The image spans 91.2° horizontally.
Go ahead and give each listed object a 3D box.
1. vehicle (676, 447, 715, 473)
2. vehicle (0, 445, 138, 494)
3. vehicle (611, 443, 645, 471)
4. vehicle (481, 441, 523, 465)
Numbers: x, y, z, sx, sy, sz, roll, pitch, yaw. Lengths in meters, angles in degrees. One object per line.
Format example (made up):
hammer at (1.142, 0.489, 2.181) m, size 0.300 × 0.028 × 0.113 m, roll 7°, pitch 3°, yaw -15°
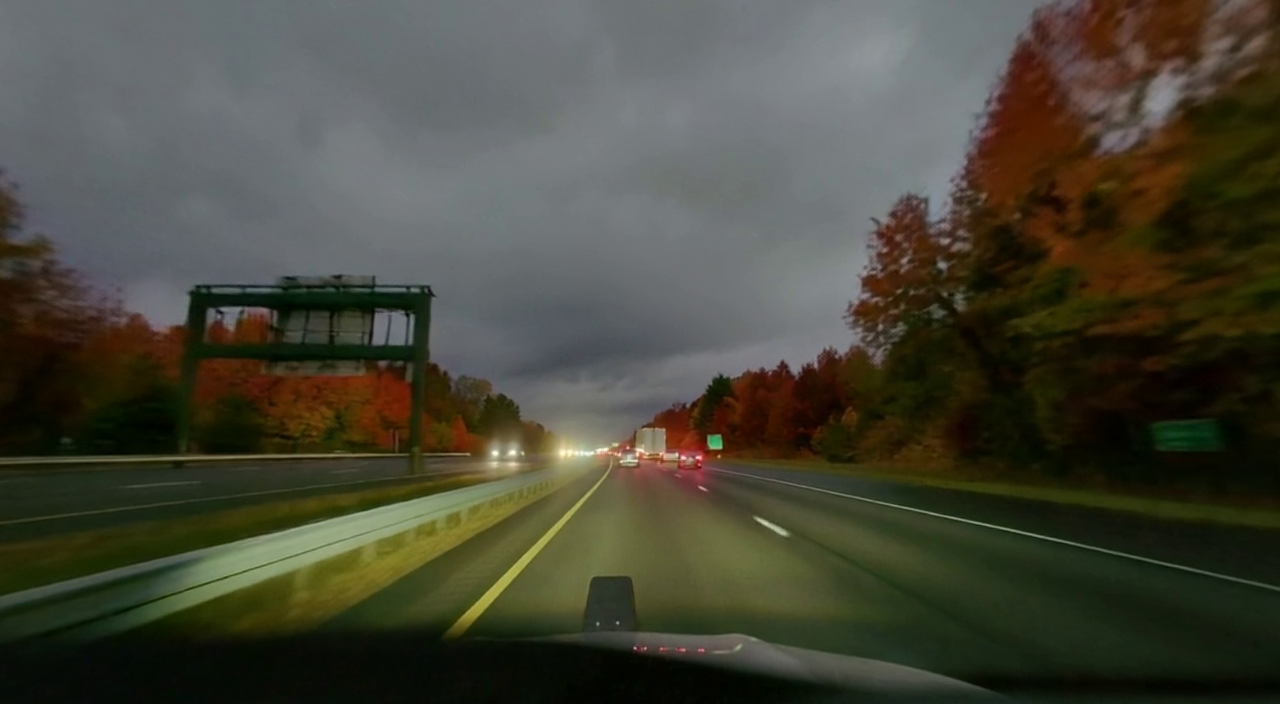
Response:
vehicle at (3.412, 6.683, 39.005) m, size 1.968 × 1.513 × 3.911 m, roll 0°, pitch -9°, yaw -1°
vehicle at (-44.915, 9.032, 49.360) m, size 2.868 × 3.423 × 9.459 m, roll 0°, pitch -8°, yaw -1°
vehicle at (-0.805, 6.981, 41.804) m, size 2.151 × 1.693 × 4.201 m, roll 0°, pitch -9°, yaw -2°
vehicle at (-9.215, 6.770, 42.169) m, size 1.898 × 1.521 × 4.308 m, roll 0°, pitch -9°, yaw -1°
